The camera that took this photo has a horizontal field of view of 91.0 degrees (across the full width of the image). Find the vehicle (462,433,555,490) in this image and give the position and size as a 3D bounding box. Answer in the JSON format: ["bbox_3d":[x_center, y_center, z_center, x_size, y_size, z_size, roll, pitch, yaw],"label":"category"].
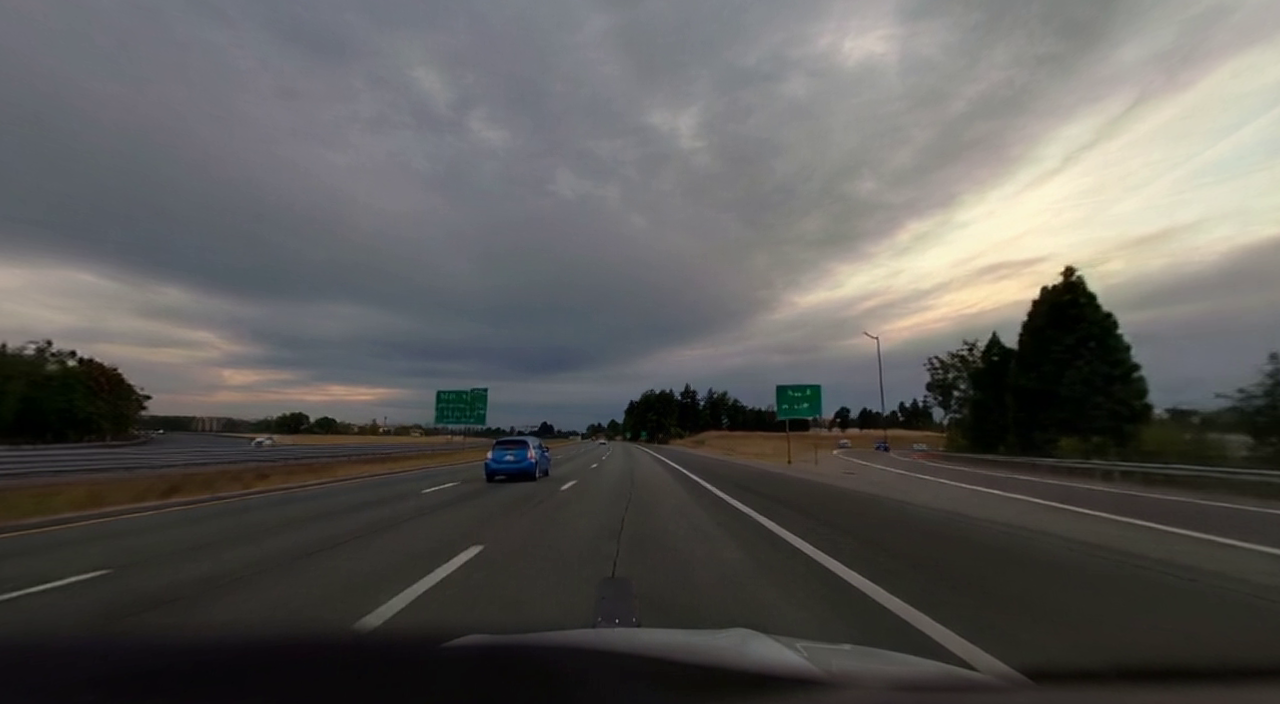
[{"bbox_3d":[-3.940,3.321,19.528,2.008,1.567,3.959,0,-8,0],"label":"vehicle"}]
